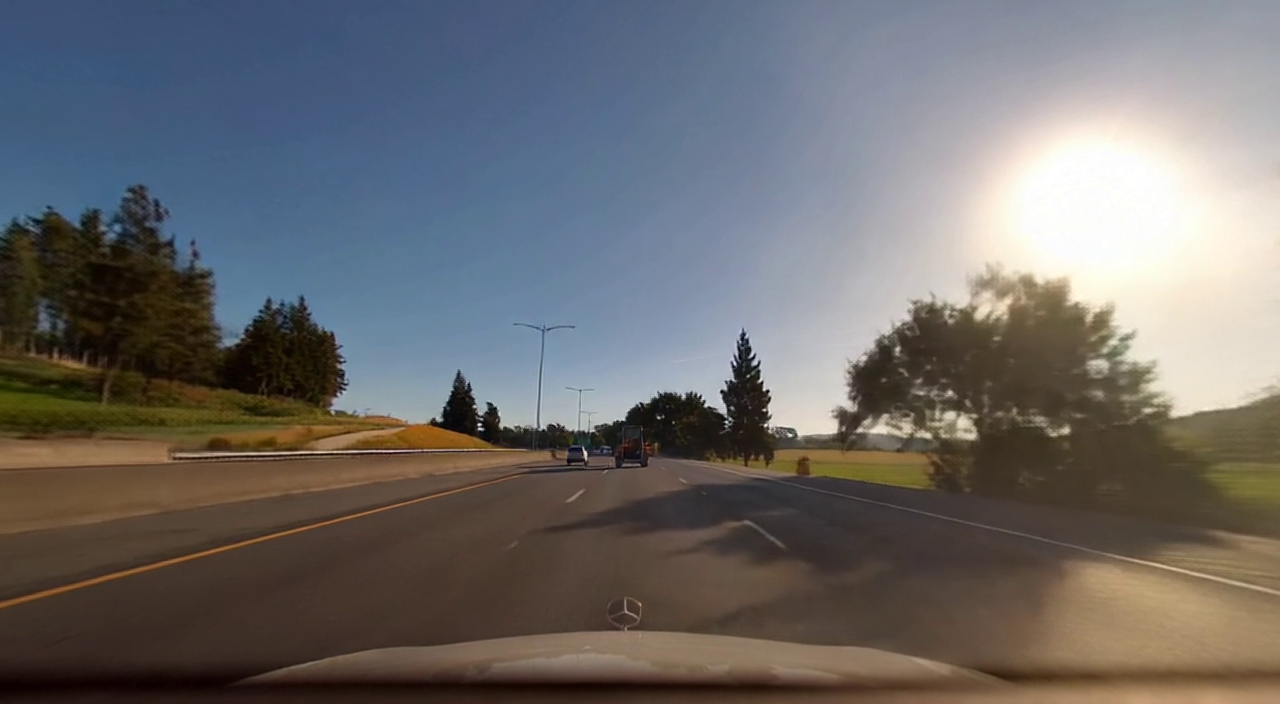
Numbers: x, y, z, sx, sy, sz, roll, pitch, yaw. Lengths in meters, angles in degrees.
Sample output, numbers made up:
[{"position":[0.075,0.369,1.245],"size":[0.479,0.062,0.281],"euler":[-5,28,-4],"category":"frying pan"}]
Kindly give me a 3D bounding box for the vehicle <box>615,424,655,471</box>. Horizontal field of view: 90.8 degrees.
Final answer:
[{"position":[-0.441,6.855,45.323],"size":[2.672,3.056,6.900],"euler":[0,-9,-2],"category":"vehicle"}]
